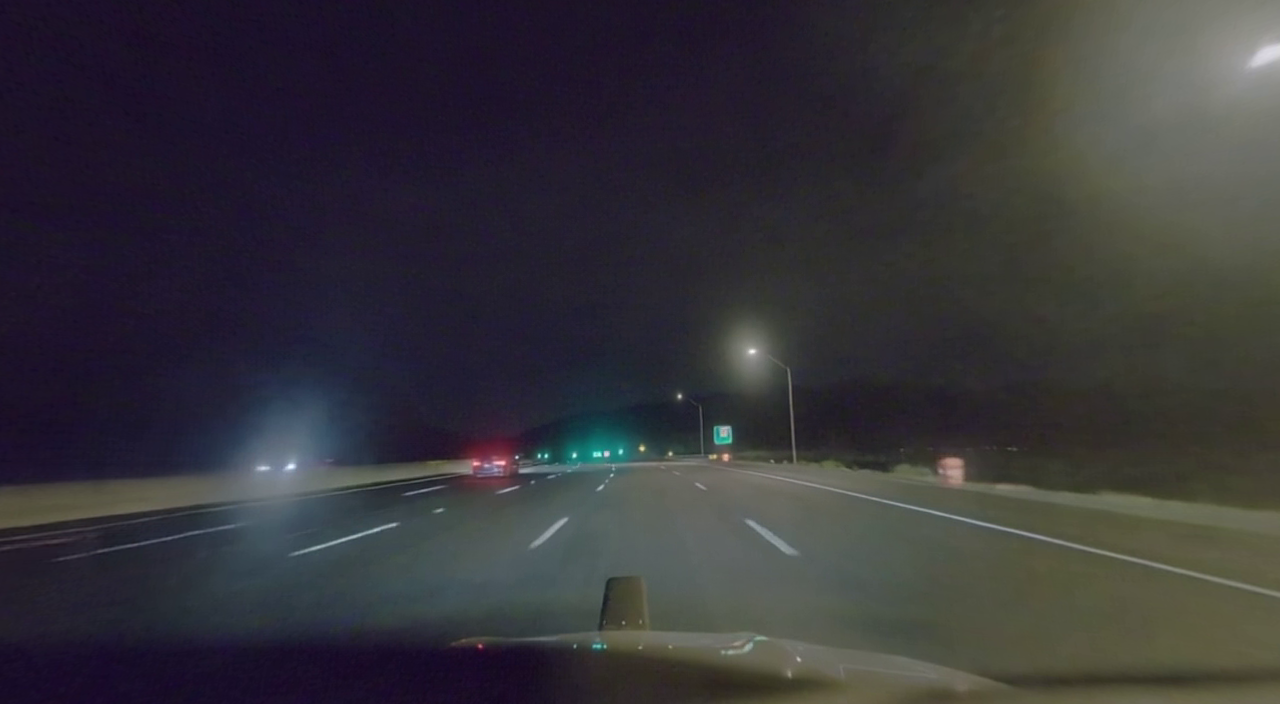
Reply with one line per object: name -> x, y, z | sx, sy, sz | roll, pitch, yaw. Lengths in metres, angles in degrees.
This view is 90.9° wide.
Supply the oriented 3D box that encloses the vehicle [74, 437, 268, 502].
vehicle -> -13.847, 3.470, 19.126 | 2.118, 1.707, 4.846 | 0, -8, 0
